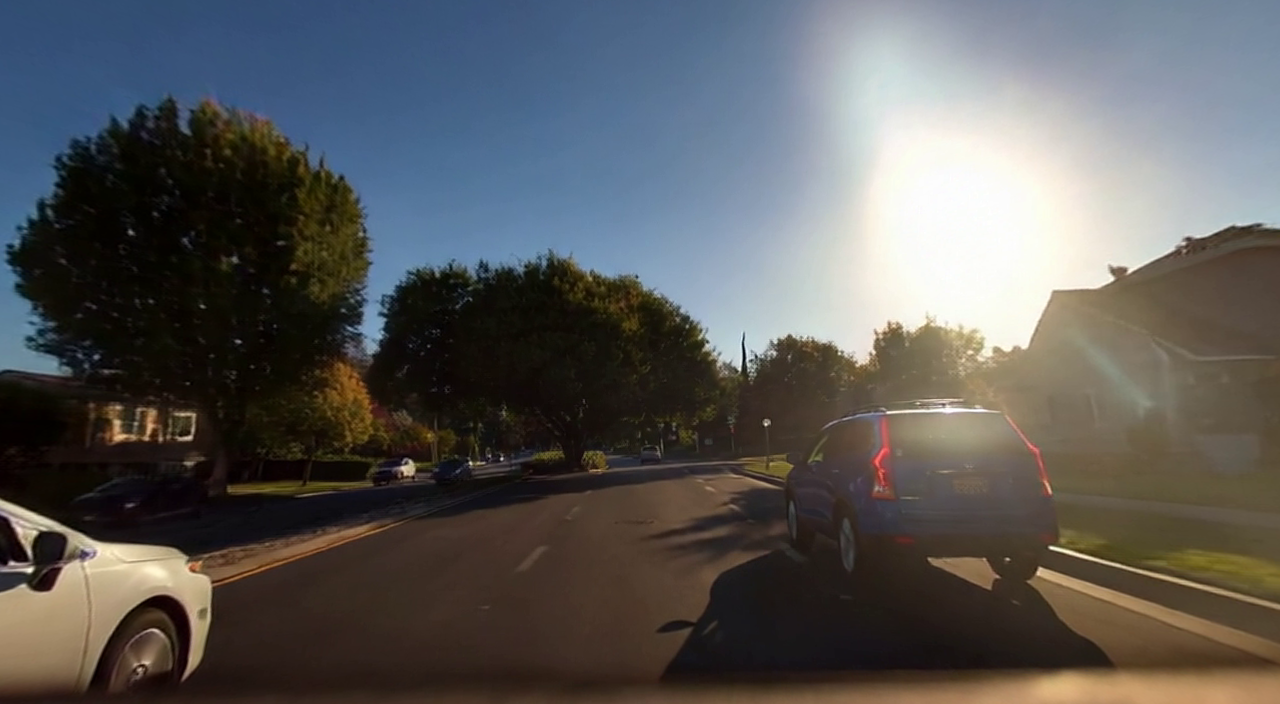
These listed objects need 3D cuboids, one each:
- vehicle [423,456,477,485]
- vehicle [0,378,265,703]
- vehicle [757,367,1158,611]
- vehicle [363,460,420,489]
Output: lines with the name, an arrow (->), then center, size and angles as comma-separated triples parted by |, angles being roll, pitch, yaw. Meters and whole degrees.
vehicle -> -11.028, 6.870, 36.897 | 1.928, 1.482, 4.649 | 0, -9, -3
vehicle -> -3.409, 0.838, 1.639 | 2.058, 1.659, 4.514 | 0, -9, 0
vehicle -> 3.227, 1.585, 8.245 | 2.338, 2.063, 5.592 | 0, -9, 1
vehicle -> -14.488, 7.136, 37.009 | 1.839, 1.496, 4.338 | 0, -9, -4
